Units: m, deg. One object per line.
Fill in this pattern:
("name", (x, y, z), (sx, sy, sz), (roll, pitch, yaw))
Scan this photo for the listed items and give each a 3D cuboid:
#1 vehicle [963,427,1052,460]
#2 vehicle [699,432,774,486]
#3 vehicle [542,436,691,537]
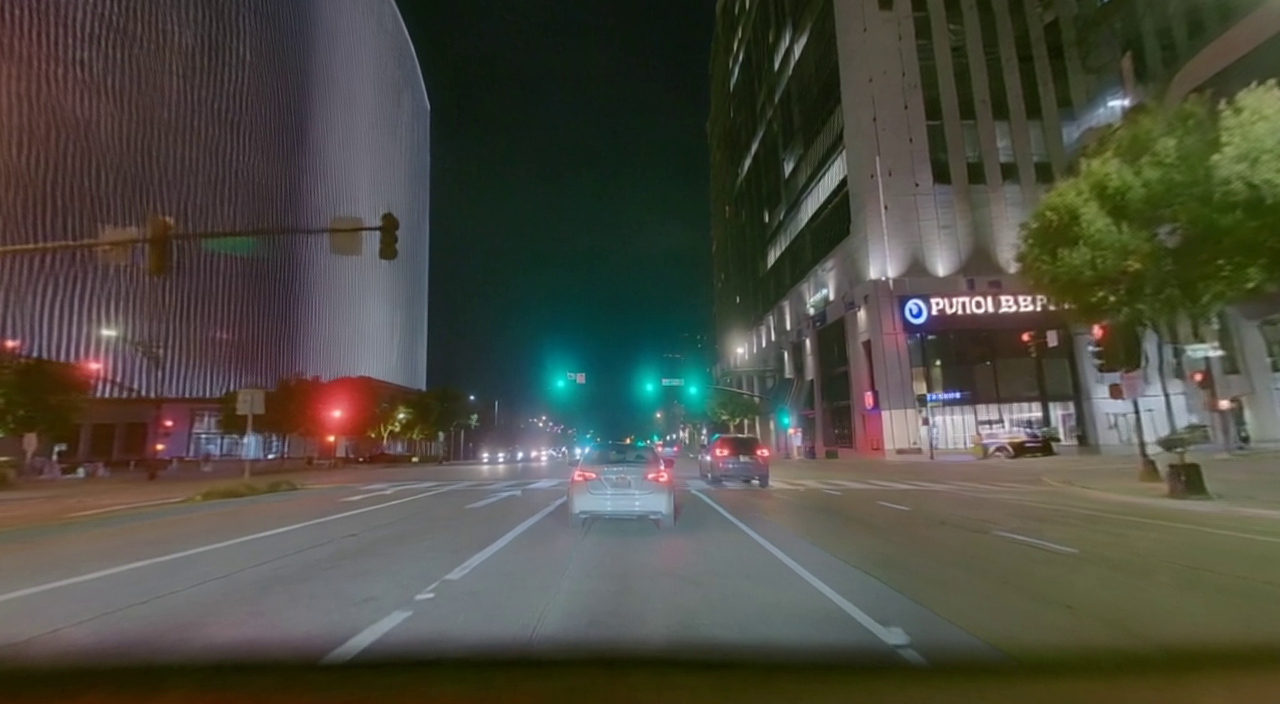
("vehicle", (24.149, 6.065, 41.634), (4.384, 2.000, 2.345), (1, -11, -4))
("vehicle", (3.425, 3.860, 23.310), (2.078, 1.799, 4.089), (1, -7, -1))
("vehicle", (-0.375, 2.208, 11.147), (2.144, 1.398, 3.963), (1, -7, -1))
